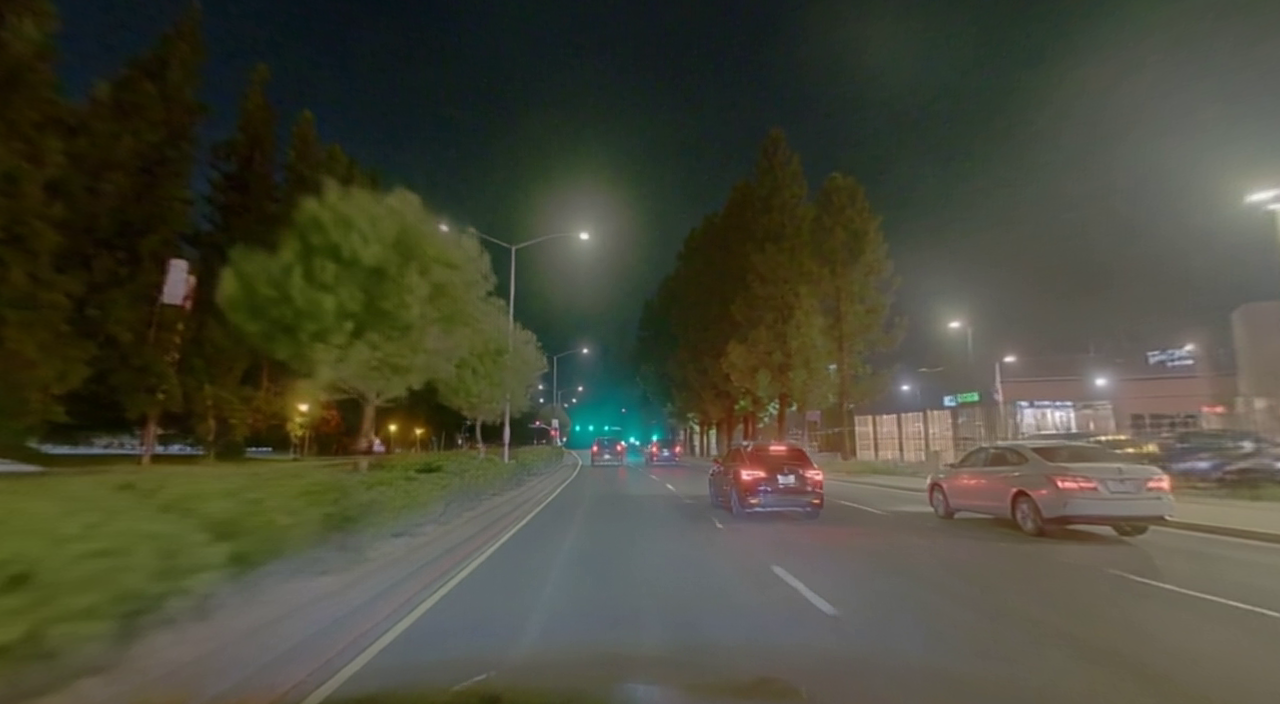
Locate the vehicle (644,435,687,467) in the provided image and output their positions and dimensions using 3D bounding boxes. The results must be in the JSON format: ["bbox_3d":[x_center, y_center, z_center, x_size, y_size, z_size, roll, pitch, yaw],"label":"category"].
[{"bbox_3d":[1.454,5.807,37.075,2.000,1.745,4.206,1,-8,-5],"label":"vehicle"}]

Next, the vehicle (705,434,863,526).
[{"bbox_3d":[2.553,2.377,12.334,1.883,1.452,4.258,1,-8,-3],"label":"vehicle"}]

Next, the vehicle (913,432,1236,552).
[{"bbox_3d":[6.372,2.057,10.025,1.917,1.457,4.274,1,-8,-3],"label":"vehicle"}]

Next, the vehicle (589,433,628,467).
[{"bbox_3d":[-1.810,5.561,35.778,2.051,1.798,4.168,1,-8,-4],"label":"vehicle"}]
